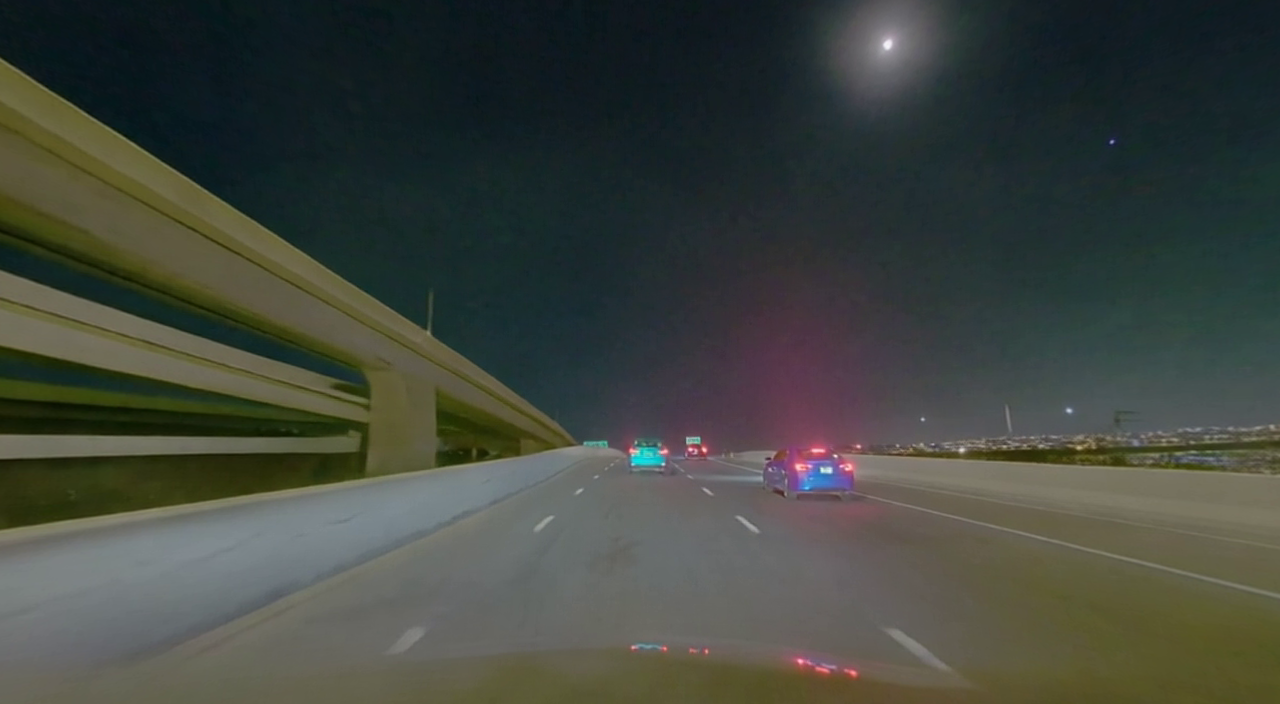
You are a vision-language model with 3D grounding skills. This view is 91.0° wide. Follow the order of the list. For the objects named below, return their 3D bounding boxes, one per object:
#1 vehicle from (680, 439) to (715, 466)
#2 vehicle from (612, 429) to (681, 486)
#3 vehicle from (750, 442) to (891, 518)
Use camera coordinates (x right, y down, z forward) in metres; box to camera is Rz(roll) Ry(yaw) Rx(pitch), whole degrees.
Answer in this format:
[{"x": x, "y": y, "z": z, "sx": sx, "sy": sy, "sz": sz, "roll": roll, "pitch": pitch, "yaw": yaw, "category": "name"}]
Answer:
[{"x": 3.824, "y": 6.771, "z": 42.569, "sx": 2.047, "sy": 1.700, "sz": 4.069, "roll": 0, "pitch": -8, "yaw": 0, "category": "vehicle"}, {"x": 0.211, "y": 3.790, "z": 22.968, "sx": 2.264, "sy": 1.841, "sz": 4.583, "roll": 0, "pitch": -8, "yaw": 0, "category": "vehicle"}, {"x": 3.987, "y": 2.870, "z": 14.693, "sx": 2.047, "sy": 1.500, "sz": 4.017, "roll": 0, "pitch": -9, "yaw": -1, "category": "vehicle"}]
